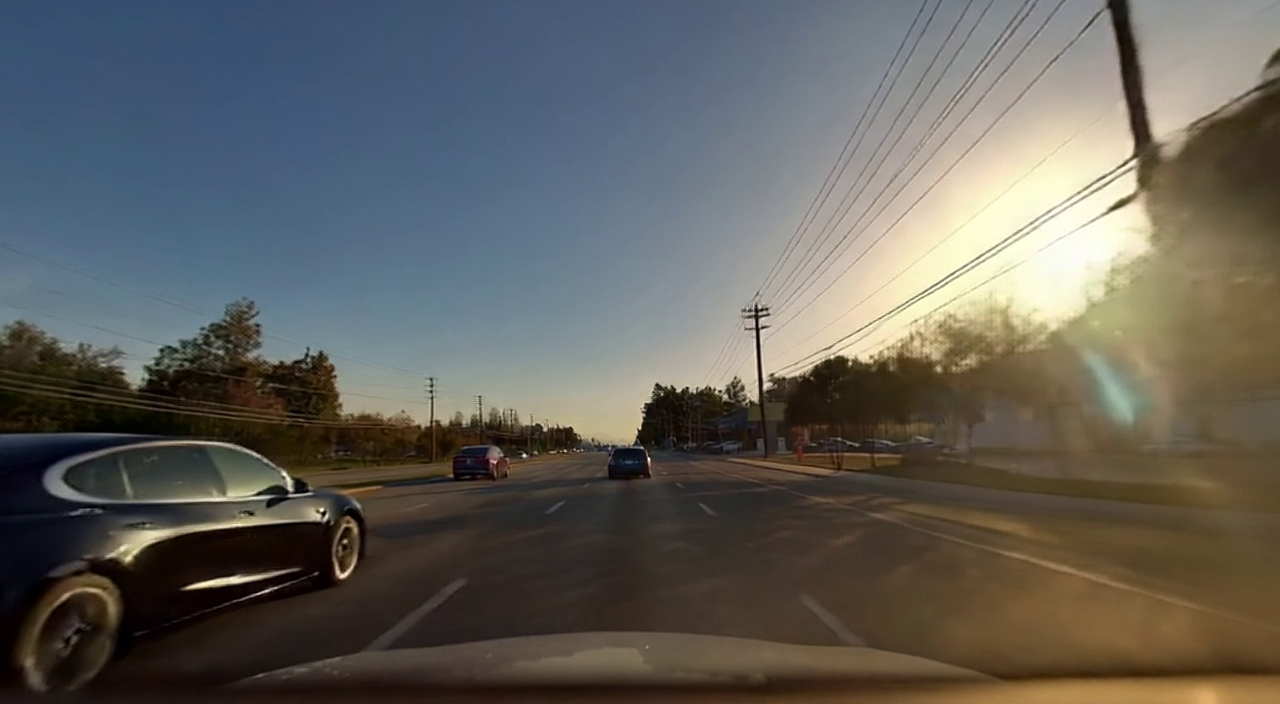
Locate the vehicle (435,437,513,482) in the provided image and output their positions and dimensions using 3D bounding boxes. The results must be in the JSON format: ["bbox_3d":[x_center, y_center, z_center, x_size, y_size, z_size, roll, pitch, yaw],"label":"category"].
[{"bbox_3d":[-7.319,4.785,28.455,2.203,1.819,4.547,0,-9,1],"label":"vehicle"}]

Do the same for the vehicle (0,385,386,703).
[{"bbox_3d":[-3.661,1.162,4.050,1.985,1.607,4.892,0,-9,0],"label":"vehicle"}]

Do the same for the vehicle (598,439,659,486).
[{"bbox_3d":[-0.413,4.244,24.640,2.189,1.652,4.135,0,-9,0],"label":"vehicle"}]
